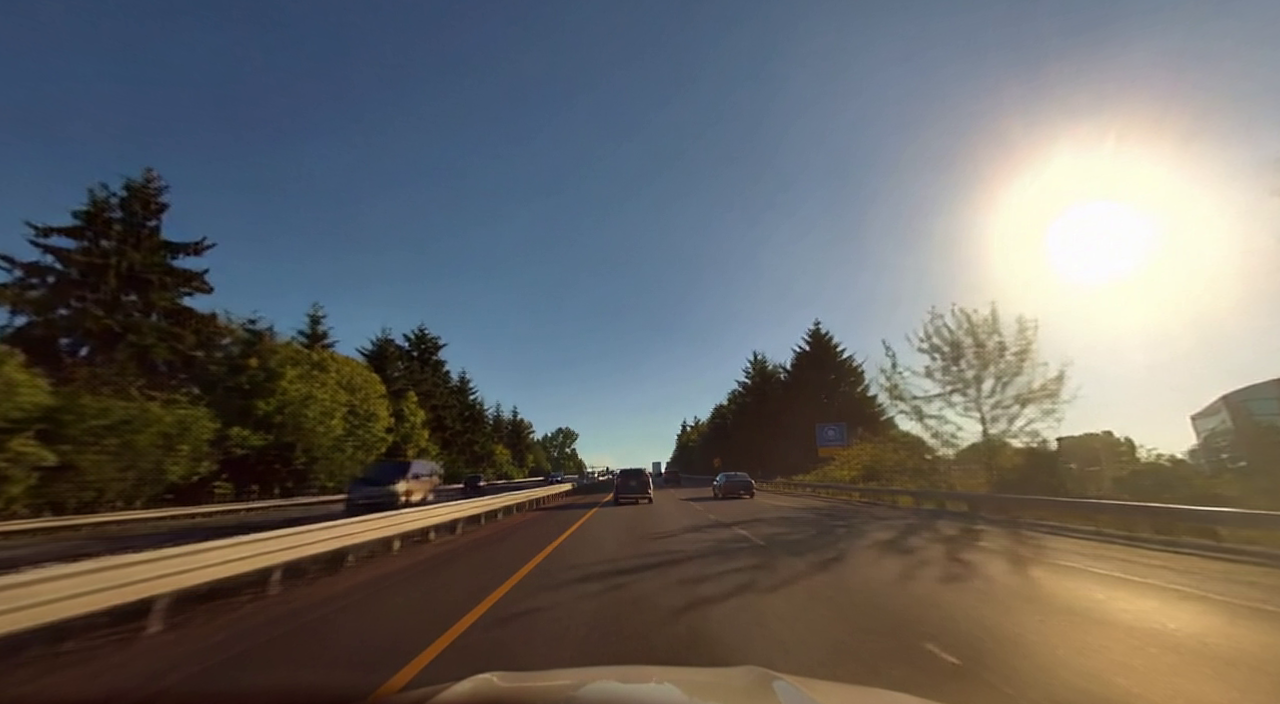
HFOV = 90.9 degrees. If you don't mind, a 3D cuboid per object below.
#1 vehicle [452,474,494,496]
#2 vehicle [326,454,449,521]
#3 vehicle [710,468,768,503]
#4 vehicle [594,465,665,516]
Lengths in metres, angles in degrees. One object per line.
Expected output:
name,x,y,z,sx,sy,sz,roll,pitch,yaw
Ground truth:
vehicle,-12.140,9.703,46.114,1.880,1.420,4.212,1,-10,0
vehicle,-8.620,4.686,22.125,2.231,2.036,4.904,1,-10,0
vehicle,4.560,6.241,29.695,1.974,1.476,4.119,1,-10,-1
vehicle,-0.309,4.429,20.470,2.060,1.473,3.726,1,-10,0
